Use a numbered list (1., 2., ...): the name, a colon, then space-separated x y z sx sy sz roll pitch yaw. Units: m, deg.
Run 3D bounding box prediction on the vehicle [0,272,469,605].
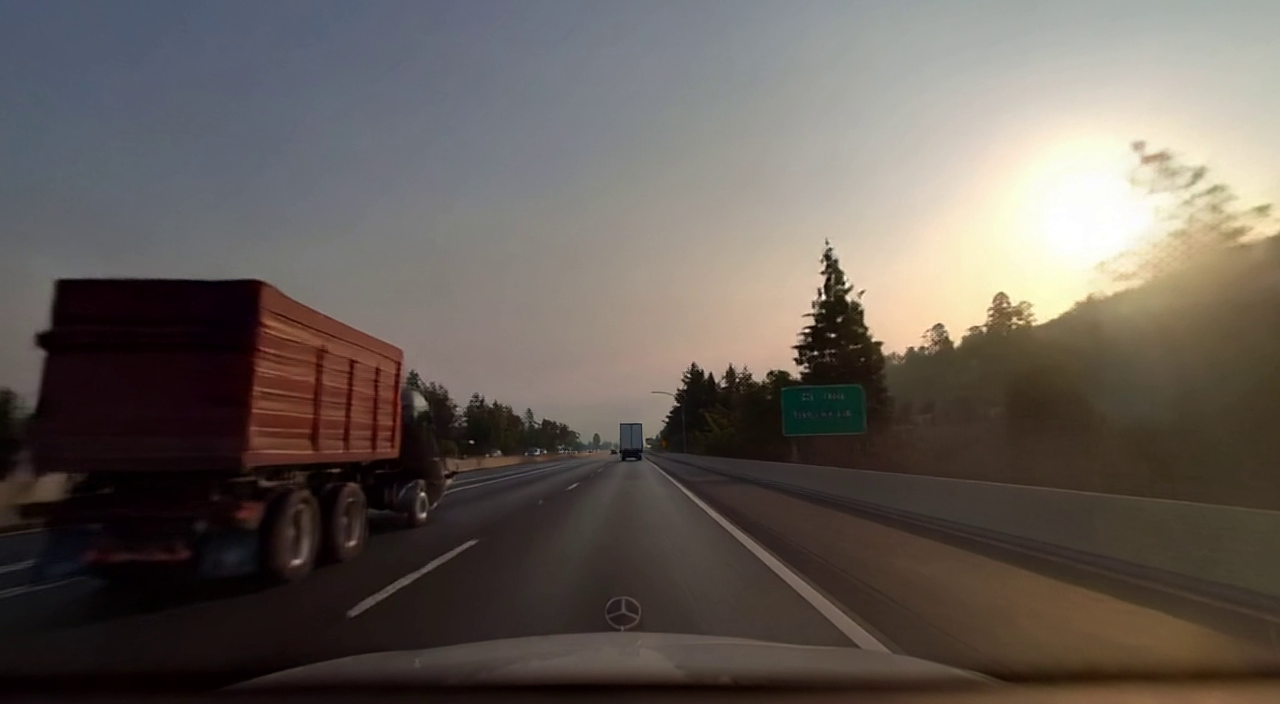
1. vehicle: -4.382 1.172 8.498 2.368 2.813 6.329 0 -9 0
